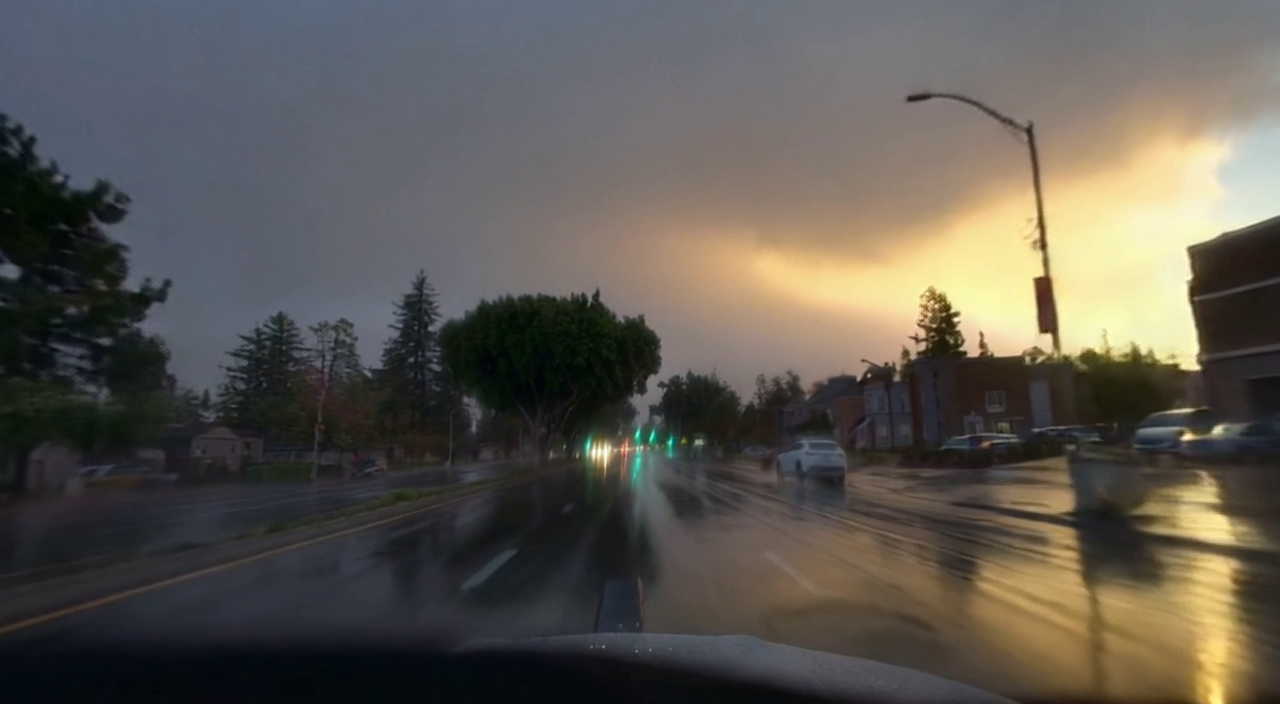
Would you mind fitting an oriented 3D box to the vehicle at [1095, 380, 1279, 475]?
[{"bbox_3d":[13.904,1.723,13.681,6.592,1.676,4.007,5,-10,-29],"label":"vehicle"}]

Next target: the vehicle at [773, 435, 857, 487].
[{"bbox_3d":[7.010,4.415,25.853,1.954,1.907,4.736,0,-9,-1],"label":"vehicle"}]

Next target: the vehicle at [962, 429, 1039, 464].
[{"bbox_3d":[14.409,3.776,25.210,3.386,1.301,0.852,5,-10,-27],"label":"vehicle"}]

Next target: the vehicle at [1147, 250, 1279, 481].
[{"bbox_3d":[24.049,-0.236,16.291,16.415,6.611,1.394,-7,-11,26],"label":"vehicle"}]
